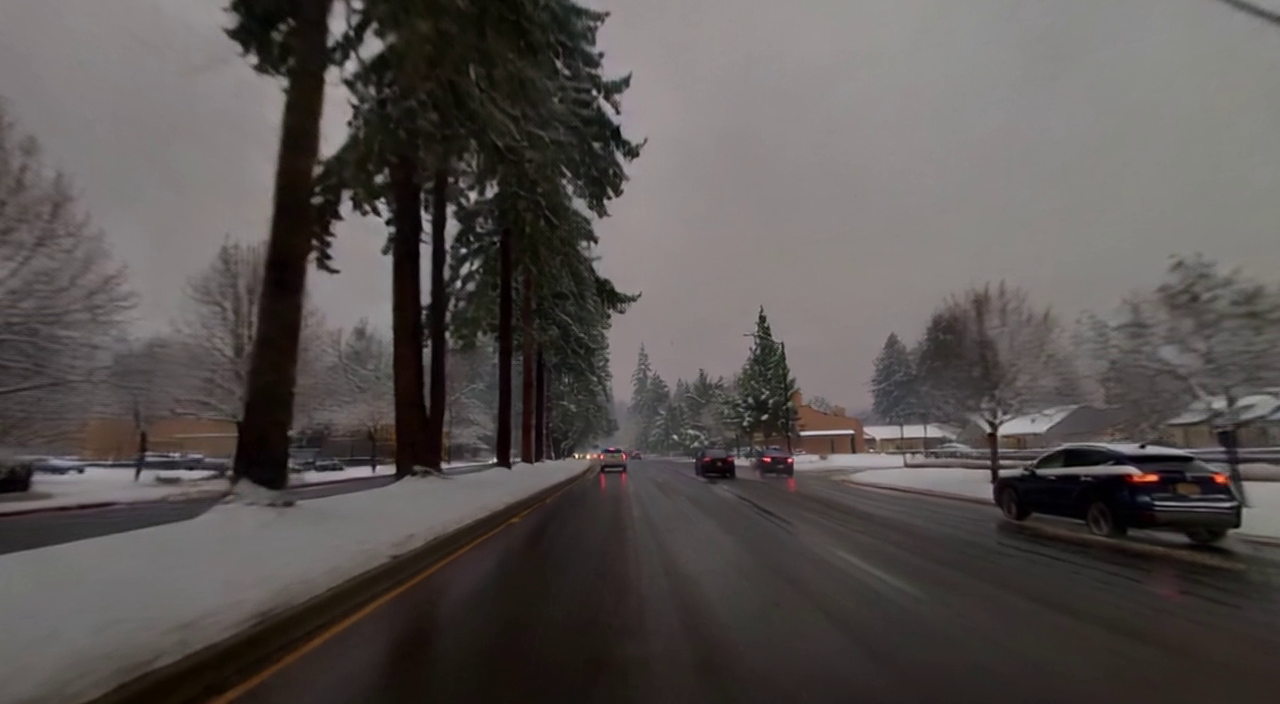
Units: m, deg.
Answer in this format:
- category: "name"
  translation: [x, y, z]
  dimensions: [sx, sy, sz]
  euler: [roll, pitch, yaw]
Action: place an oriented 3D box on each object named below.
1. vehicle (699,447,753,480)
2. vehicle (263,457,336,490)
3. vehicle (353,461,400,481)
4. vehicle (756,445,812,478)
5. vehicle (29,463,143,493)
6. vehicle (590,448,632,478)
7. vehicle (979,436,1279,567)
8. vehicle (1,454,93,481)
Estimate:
- category: "vehicle"
  translation: [4.097, 5.373, 30.691]
  dimensions: [2.020, 1.472, 3.958]
  euler: [0, -9, -1]
- category: "vehicle"
  translation: [-19.911, 7.106, 37.227]
  dimensions: [2.013, 1.655, 4.604]
  euler: [-2, -8, -4]
- category: "vehicle"
  translation: [-20.294, 9.150, 48.802]
  dimensions: [1.769, 1.344, 3.947]
  euler: [0, -9, 2]
- category: "vehicle"
  translation: [7.780, 5.946, 34.560]
  dimensions: [1.945, 1.687, 4.292]
  euler: [0, -9, -2]
- category: "vehicle"
  translation: [-29.375, 6.690, 33.563]
  dimensions: [4.320, 1.459, 1.860]
  euler: [0, -9, 3]
- category: "vehicle"
  translation: [-1.529, 5.819, 33.395]
  dimensions: [2.077, 1.477, 3.897]
  euler: [0, -9, -3]
- category: "vehicle"
  translation: [7.484, 2.102, 9.748]
  dimensions: [1.888, 1.508, 4.646]
  euler: [0, -9, 0]
- category: "vehicle"
  translation: [-41.104, 7.998, 43.848]
  dimensions: [4.361, 1.773, 2.028]
  euler: [-1, -9, 4]
